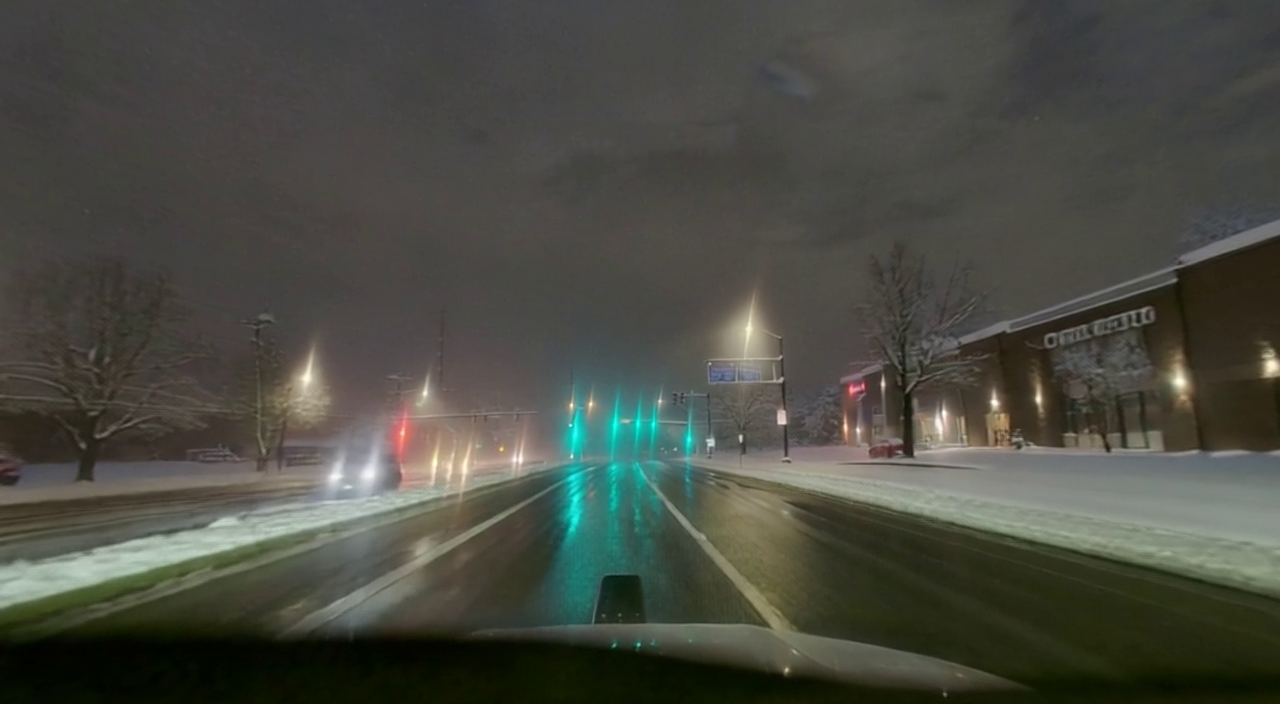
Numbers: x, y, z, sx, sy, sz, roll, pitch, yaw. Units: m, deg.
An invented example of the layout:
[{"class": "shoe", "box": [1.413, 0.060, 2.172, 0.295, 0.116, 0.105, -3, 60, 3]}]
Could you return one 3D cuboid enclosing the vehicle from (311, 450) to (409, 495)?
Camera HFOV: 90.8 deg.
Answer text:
[{"class": "vehicle", "box": [-10.730, 4.633, 24.612, 1.893, 1.525, 4.237, 0, -8, -1]}]
